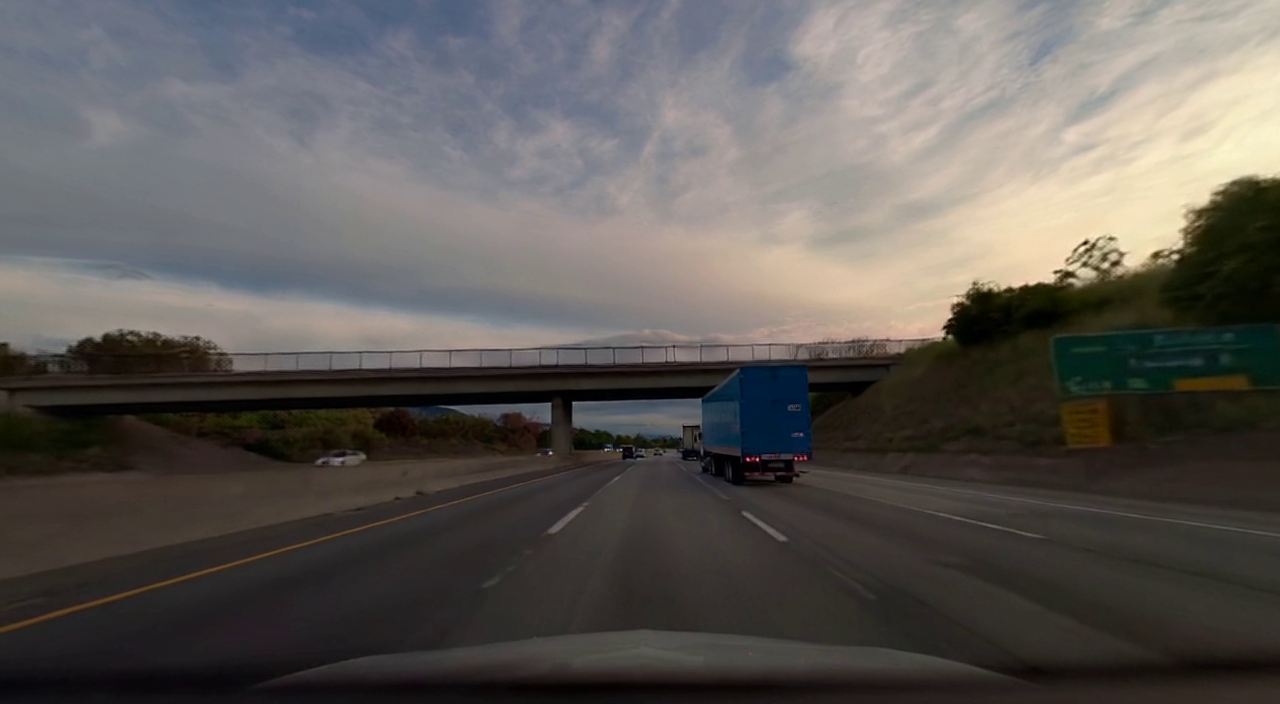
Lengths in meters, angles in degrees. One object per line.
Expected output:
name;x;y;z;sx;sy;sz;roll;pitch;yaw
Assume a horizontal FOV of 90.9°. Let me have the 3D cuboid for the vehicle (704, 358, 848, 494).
vehicle;4.754;3.287;25.961;2.825;4.054;14.210;0;-9;0
